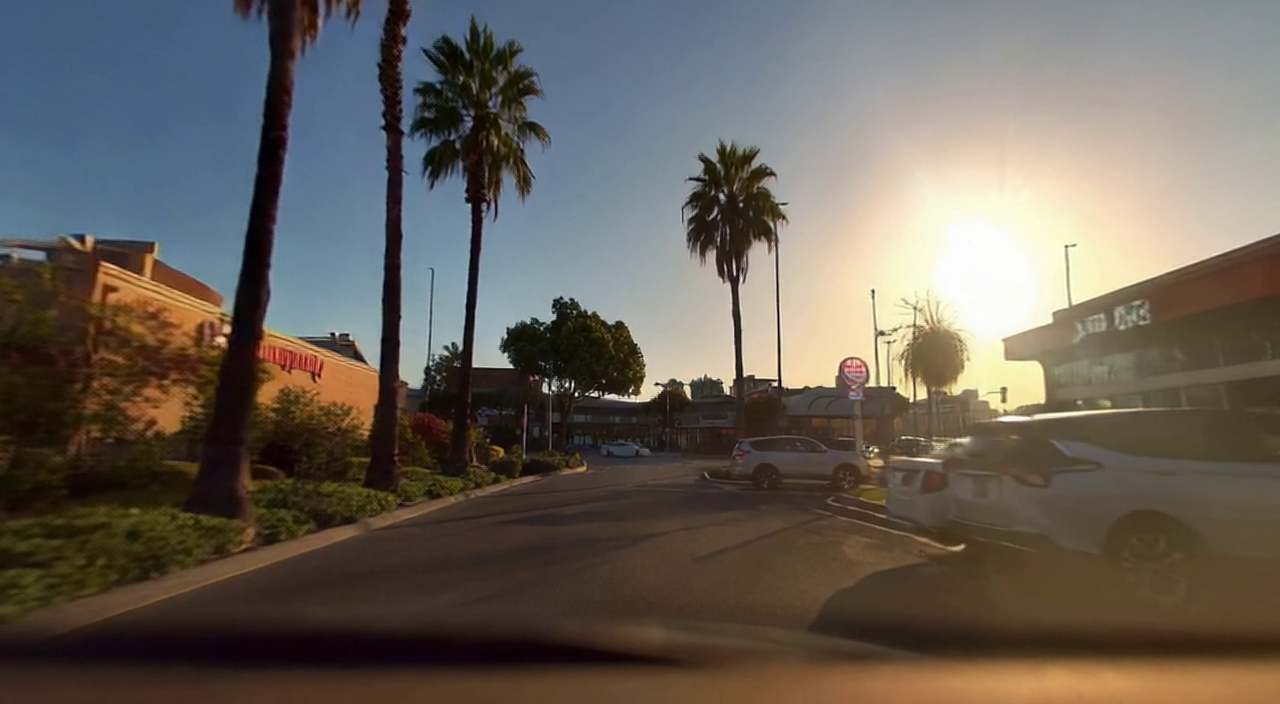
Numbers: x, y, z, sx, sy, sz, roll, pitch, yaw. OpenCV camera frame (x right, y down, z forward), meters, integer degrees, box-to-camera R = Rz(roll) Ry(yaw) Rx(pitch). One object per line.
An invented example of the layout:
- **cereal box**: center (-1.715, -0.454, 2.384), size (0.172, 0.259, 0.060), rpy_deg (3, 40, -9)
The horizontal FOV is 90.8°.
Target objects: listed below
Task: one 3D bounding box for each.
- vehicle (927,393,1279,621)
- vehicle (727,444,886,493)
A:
- **vehicle**: center (5.675, 1.394, 6.194), size (4.743, 1.800, 1.952), rpy_deg (0, -9, -3)
- **vehicle**: center (5.532, 3.891, 21.364), size (4.742, 1.506, 1.919), rpy_deg (0, -8, -5)
